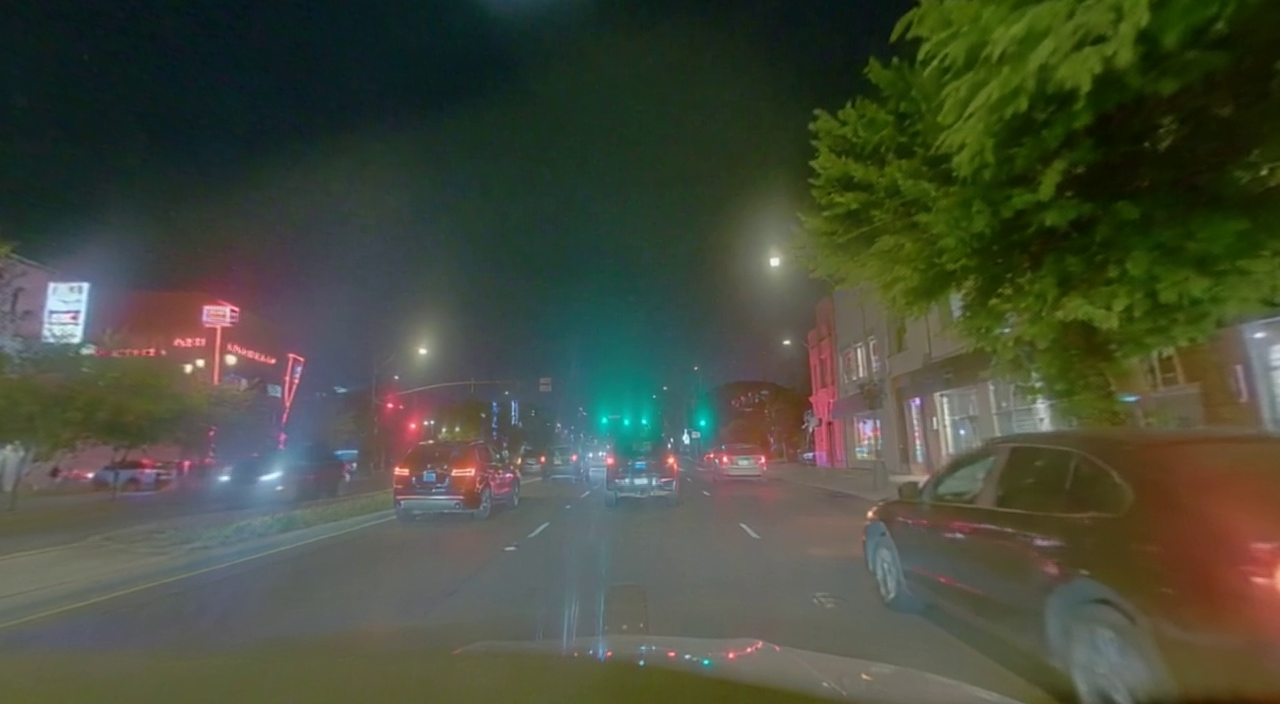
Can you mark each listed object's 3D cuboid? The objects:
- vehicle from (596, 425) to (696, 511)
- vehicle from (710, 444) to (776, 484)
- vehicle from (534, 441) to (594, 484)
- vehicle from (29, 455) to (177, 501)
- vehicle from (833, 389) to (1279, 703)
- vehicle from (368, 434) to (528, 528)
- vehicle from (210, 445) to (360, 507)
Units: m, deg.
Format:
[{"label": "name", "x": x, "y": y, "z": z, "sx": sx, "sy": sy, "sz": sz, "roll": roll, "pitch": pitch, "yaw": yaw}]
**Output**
[{"label": "vehicle", "x": 0.151, "y": 2.712, "z": 15.153, "sx": 2.075, "sy": 1.770, "sz": 4.018, "roll": 0, "pitch": -8, "yaw": 1}, {"label": "vehicle", "x": 4.080, "y": 4.492, "z": 25.719, "sx": 1.986, "sy": 1.457, "sz": 4.566, "roll": 0, "pitch": -8, "yaw": 1}, {"label": "vehicle", "x": -3.078, "y": 4.569, "z": 26.368, "sx": 1.894, "sy": 1.642, "sz": 3.861, "roll": 0, "pitch": -8, "yaw": 2}, {"label": "vehicle", "x": -24.299, "y": 5.675, "z": 28.882, "sx": 1.919, "sy": 1.831, "sz": 5.335, "roll": 0, "pitch": -8, "yaw": 2}, {"label": "vehicle", "x": 2.968, "y": 1.185, "z": 4.115, "sx": 2.030, "sy": 1.492, "sz": 4.383, "roll": 0, "pitch": -8, "yaw": 0}, {"label": "vehicle", "x": -3.681, "y": 2.536, "z": 13.000, "sx": 1.886, "sy": 1.599, "sz": 4.247, "roll": 0, "pitch": -8, "yaw": 1}, {"label": "vehicle", "x": -10.835, "y": 3.780, "z": 19.749, "sx": 1.948, "sy": 1.691, "sz": 4.532, "roll": 0, "pitch": -8, "yaw": 2}]
